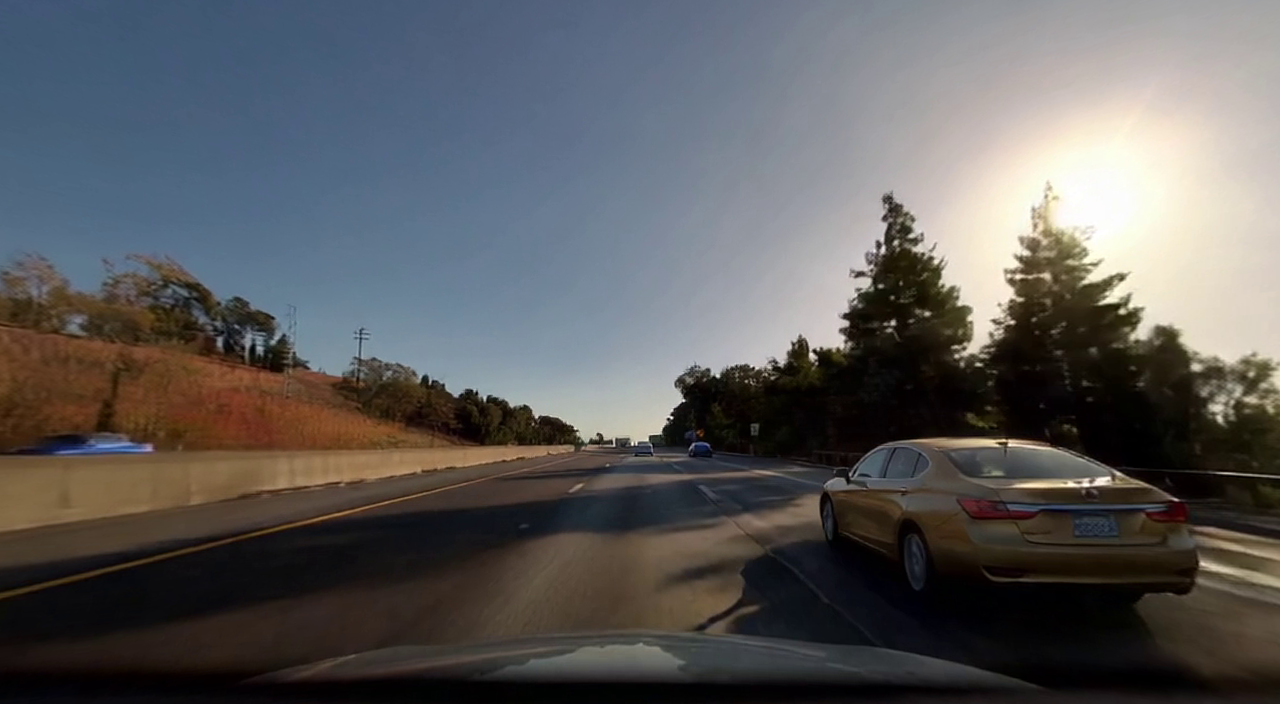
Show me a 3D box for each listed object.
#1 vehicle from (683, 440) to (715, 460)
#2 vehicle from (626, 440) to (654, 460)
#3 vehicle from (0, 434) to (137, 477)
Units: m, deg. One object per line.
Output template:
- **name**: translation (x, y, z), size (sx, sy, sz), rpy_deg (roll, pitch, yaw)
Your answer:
- **vehicle**: translation (4.615, 7.775, 49.921), size (2.008, 1.524, 4.598), rpy_deg (0, -8, -1)
- **vehicle**: translation (-0.022, 7.519, 48.103), size (2.052, 1.449, 3.857), rpy_deg (0, -8, 0)
- **vehicle**: translation (-28.983, 5.173, 31.718), size (2.262, 1.957, 5.830), rpy_deg (0, -8, 0)
